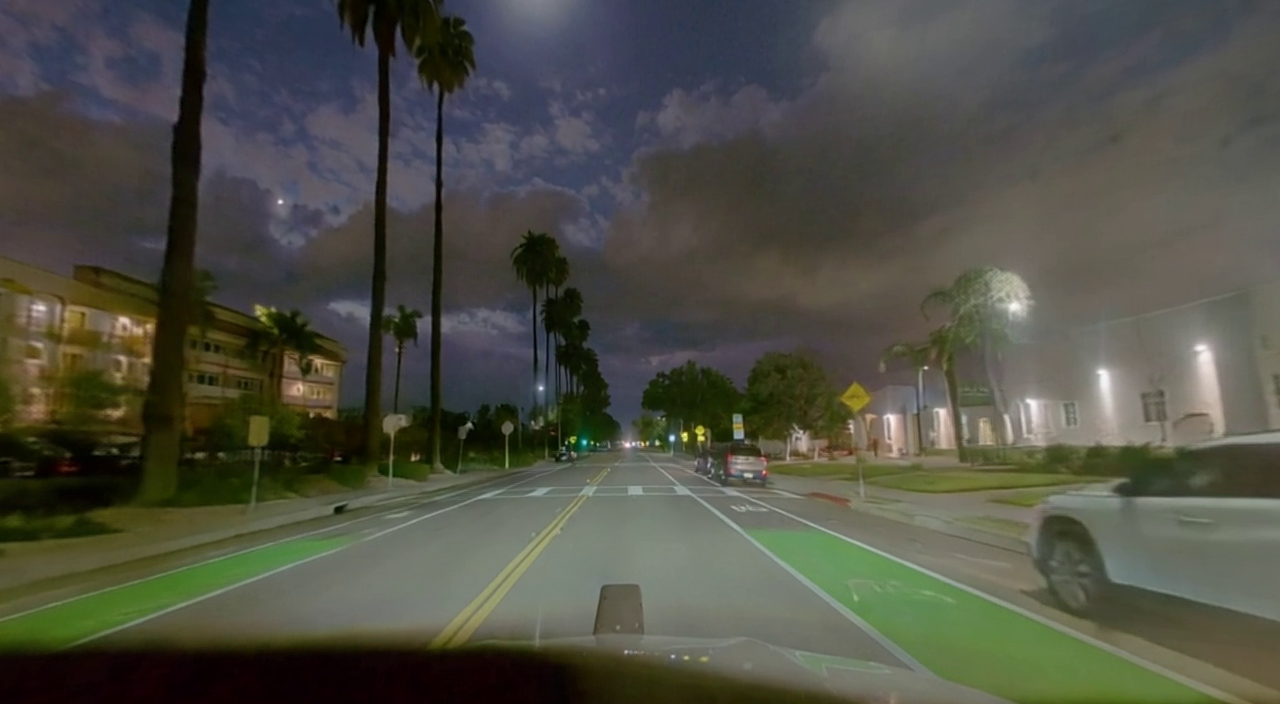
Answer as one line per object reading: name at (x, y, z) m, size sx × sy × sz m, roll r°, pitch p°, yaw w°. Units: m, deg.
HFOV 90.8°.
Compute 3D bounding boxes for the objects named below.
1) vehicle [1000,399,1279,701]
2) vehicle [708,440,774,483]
vehicle at (4.747, 1.166, 3.867) m, size 2.144 × 1.720 × 4.794 m, roll 0°, pitch -9°, yaw -1°
vehicle at (4.251, 4.674, 27.243) m, size 1.997 × 1.640 × 4.494 m, roll 0°, pitch -9°, yaw -1°
